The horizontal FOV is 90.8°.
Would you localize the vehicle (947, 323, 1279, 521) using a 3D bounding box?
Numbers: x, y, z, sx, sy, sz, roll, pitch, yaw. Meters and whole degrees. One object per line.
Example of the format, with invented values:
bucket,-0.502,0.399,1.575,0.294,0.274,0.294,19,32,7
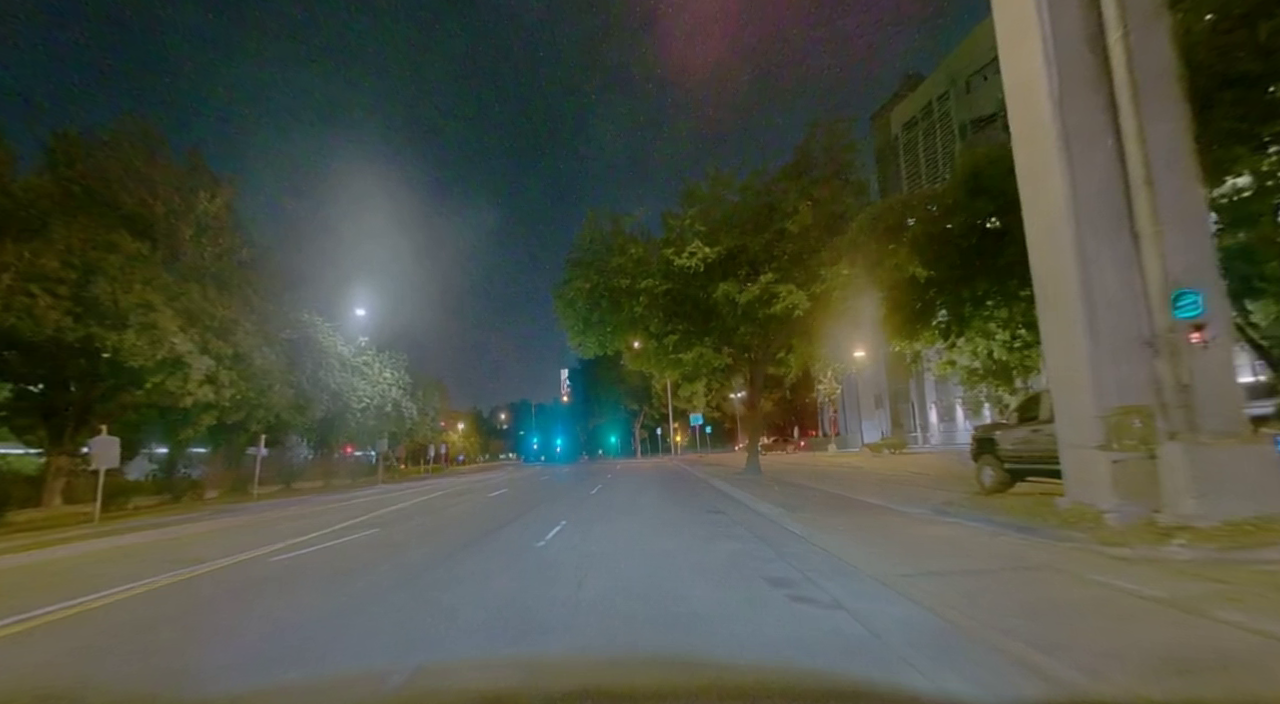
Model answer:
vehicle,7.521,1.059,8.872,2.530,2.076,5.768,2,-9,-14
